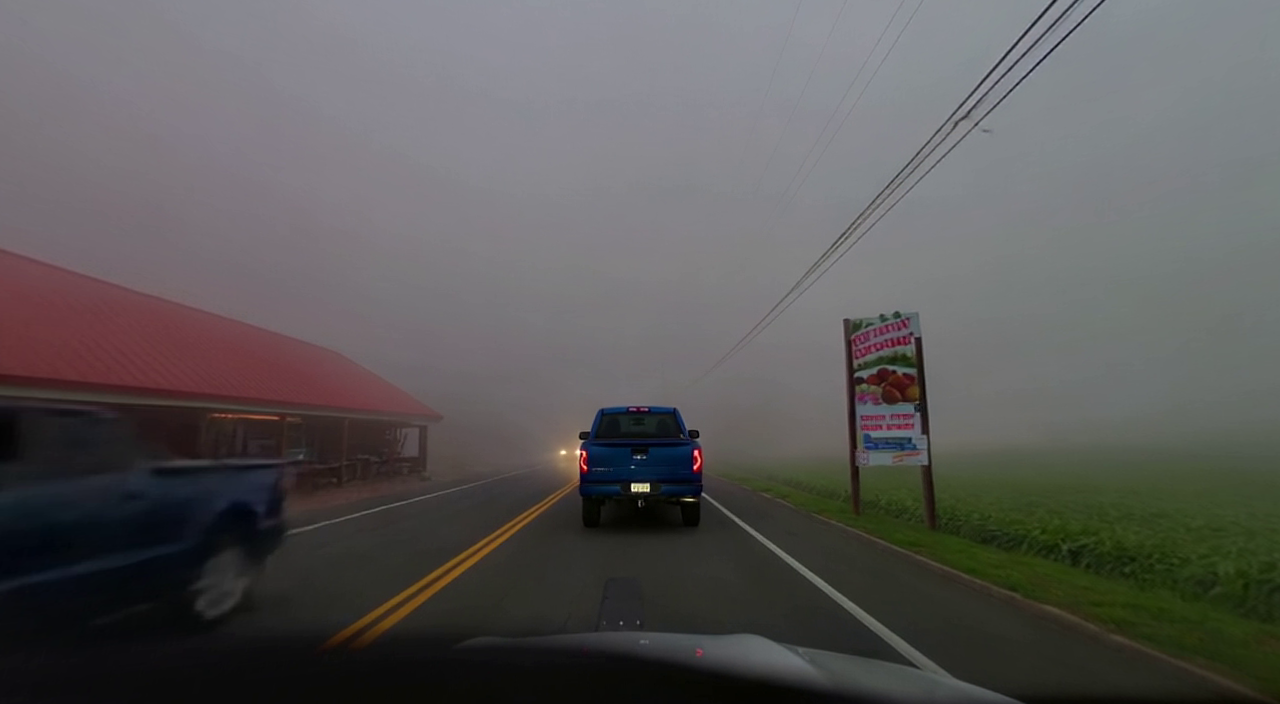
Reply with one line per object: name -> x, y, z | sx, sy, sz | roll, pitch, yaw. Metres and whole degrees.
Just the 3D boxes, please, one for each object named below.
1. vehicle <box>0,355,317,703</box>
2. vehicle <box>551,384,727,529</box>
vehicle -> -3.946, 0.960, 3.212 | 2.190, 1.746, 4.616 | 0, -8, -1
vehicle -> -0.098, 2.047, 12.762 | 2.693, 2.223, 5.885 | 0, -8, -2
